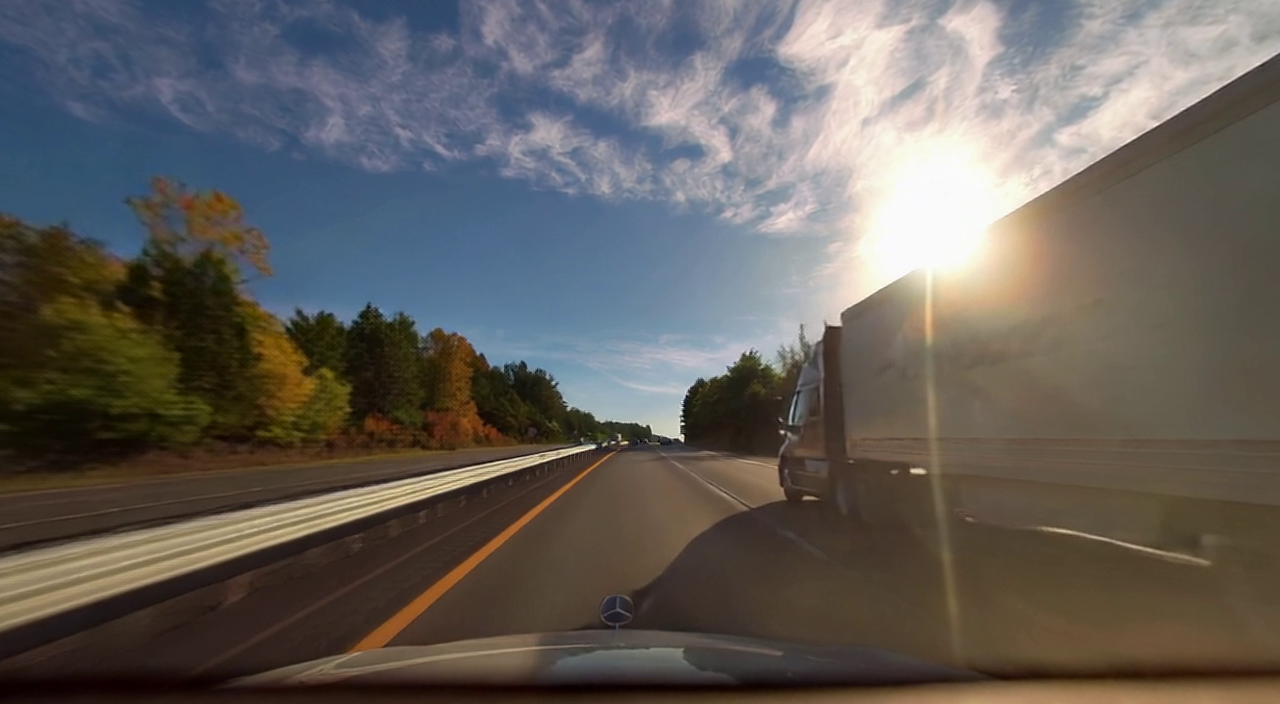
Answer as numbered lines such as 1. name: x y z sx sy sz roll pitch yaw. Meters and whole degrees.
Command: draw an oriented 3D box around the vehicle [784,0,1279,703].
1. vehicle: 4.368 -0.077 4.610 2.951 4.007 13.976 0 -7 -2
